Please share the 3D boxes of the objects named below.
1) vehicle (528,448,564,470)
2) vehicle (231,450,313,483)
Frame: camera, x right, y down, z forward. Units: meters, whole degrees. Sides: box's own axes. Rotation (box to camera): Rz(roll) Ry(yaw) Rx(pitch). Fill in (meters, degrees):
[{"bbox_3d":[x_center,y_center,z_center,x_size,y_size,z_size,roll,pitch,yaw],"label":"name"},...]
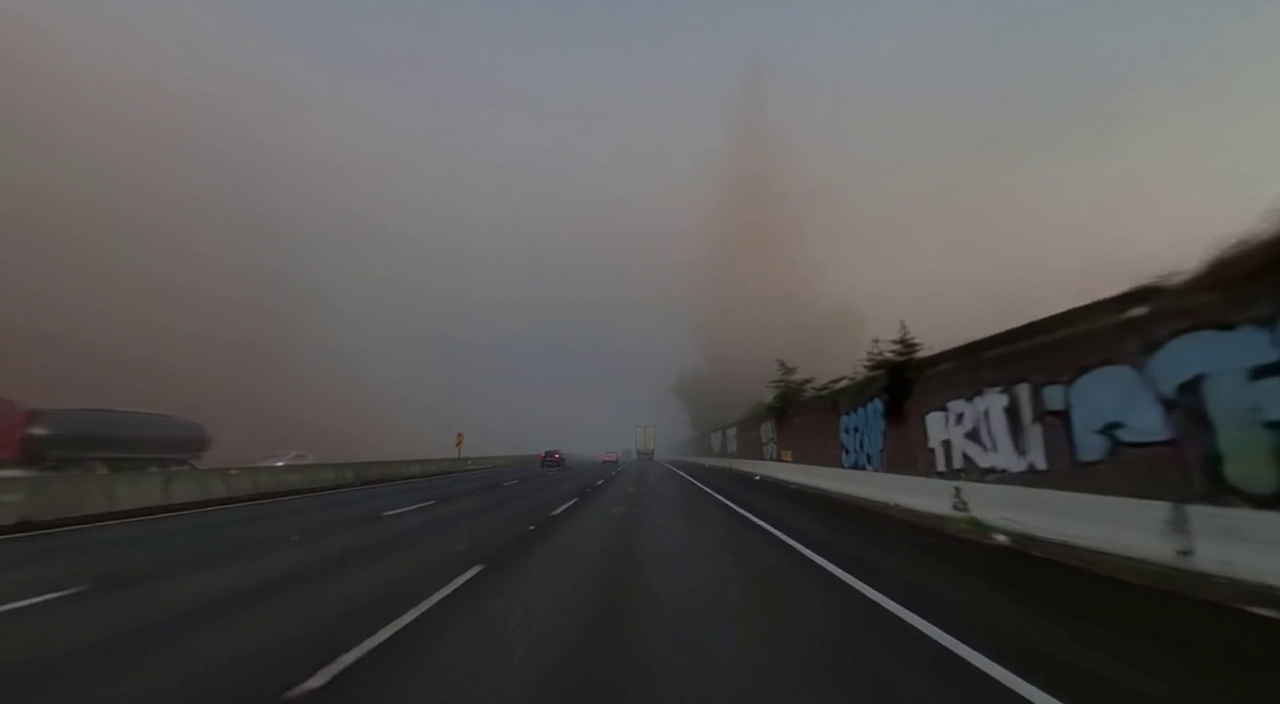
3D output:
[{"bbox_3d":[-6.556,7.497,44.339,2.027,1.431,3.033,0,-9,1],"label":"vehicle"},{"bbox_3d":[-22.031,6.838,37.941,1.991,1.806,4.811,0,-9,0],"label":"vehicle"}]
